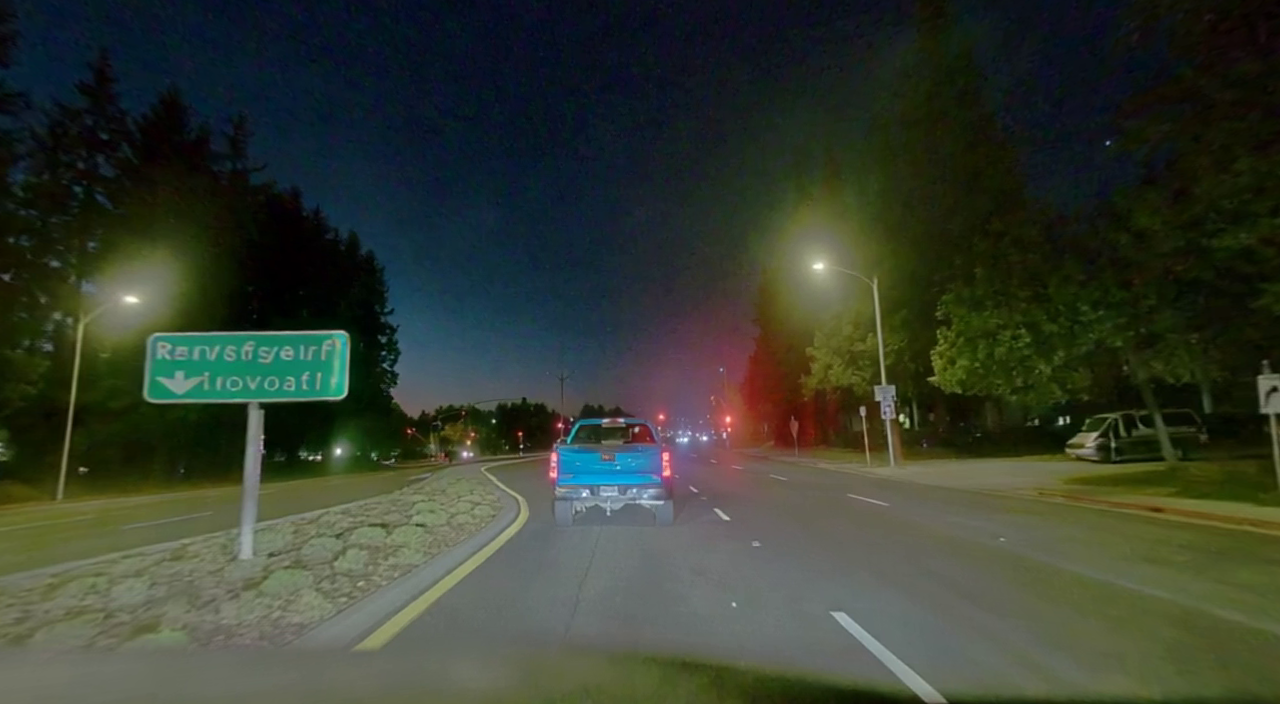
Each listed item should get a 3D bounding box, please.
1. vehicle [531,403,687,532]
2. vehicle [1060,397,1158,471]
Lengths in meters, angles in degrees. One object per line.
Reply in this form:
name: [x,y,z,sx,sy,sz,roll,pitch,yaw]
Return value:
vehicle: [-0.470,1.930,11.144,2.145,1.762,4.731,0,-8,-1]
vehicle: [16.513,2.917,22.310,1.862,2.438,1.649,0,-10,-14]
